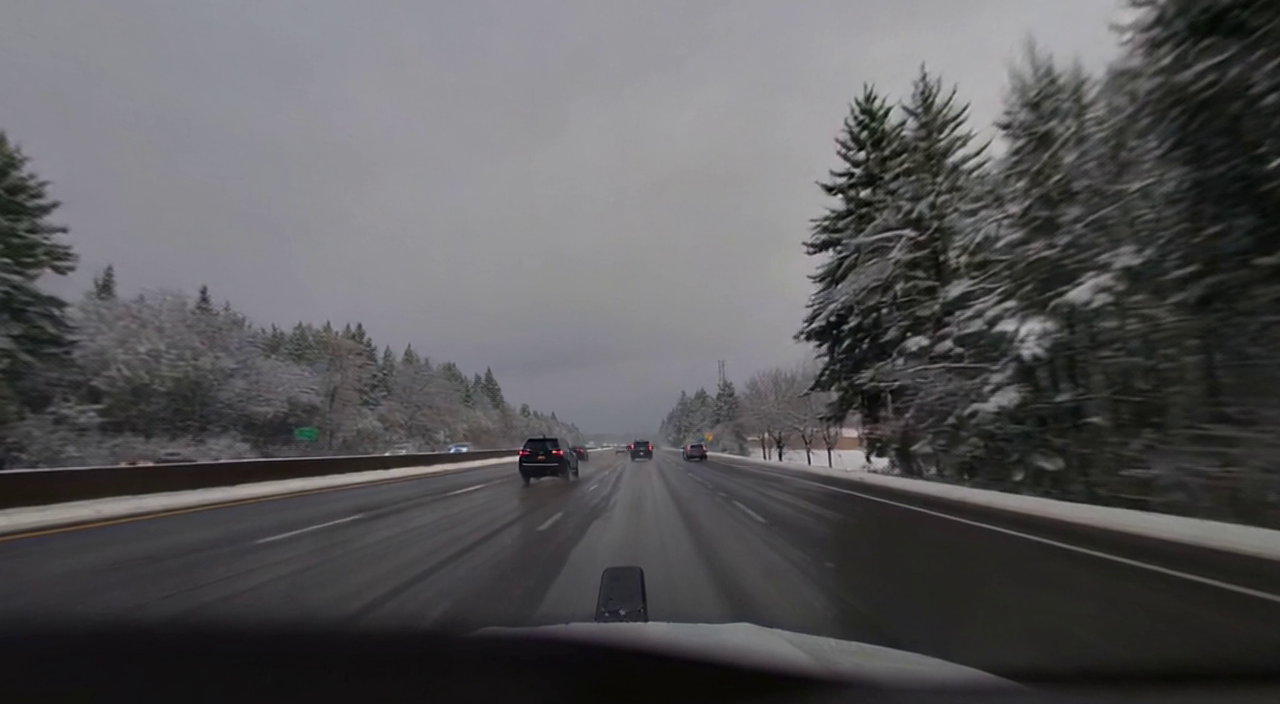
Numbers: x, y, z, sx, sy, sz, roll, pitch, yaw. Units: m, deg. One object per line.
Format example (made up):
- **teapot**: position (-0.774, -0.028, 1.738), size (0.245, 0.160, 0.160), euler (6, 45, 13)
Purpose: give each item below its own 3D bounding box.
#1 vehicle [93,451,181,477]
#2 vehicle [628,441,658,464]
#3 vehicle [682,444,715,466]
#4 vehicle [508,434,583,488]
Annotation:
- **vehicle**: position (-32.399, 7.198, 40.782), size (1.904, 1.558, 4.504), euler (0, -8, 1)
- **vehicle**: position (0.207, 7.610, 47.697), size (2.156, 1.647, 3.987), euler (0, -8, 1)
- **vehicle**: position (4.195, 7.415, 45.675), size (1.964, 1.479, 4.252), euler (0, -8, -1)
- **vehicle**: position (-3.221, 3.797, 22.314), size (1.961, 1.704, 4.052), euler (0, -8, 1)
